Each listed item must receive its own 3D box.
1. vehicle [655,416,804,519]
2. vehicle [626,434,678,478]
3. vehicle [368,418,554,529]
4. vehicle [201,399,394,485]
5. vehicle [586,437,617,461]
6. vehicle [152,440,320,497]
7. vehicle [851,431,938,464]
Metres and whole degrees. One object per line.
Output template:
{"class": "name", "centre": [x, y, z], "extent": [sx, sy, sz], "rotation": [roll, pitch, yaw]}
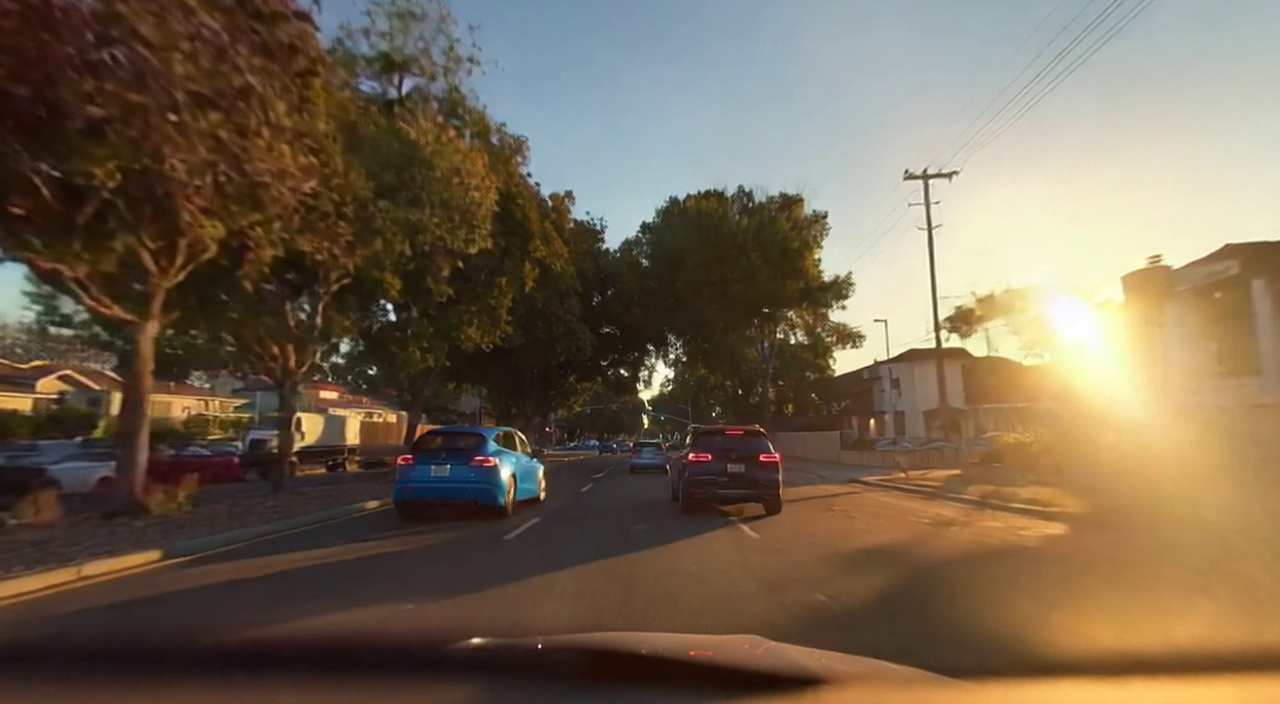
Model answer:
{"class": "vehicle", "centre": [1.600, 2.323, 13.095], "extent": [2.280, 1.747, 4.361], "rotation": [0, -9, -2]}
{"class": "vehicle", "centre": [0.432, 4.117, 25.100], "extent": [1.922, 1.579, 3.642], "rotation": [0, -9, 0]}
{"class": "vehicle", "centre": [-3.083, 2.228, 12.104], "extent": [2.043, 1.687, 4.676], "rotation": [0, -9, 2]}
{"class": "vehicle", "centre": [-15.058, 4.162, 29.074], "extent": [2.901, 3.276, 9.720], "rotation": [-1, -9, 4]}
{"class": "vehicle", "centre": [-2.911, 7.474, 48.616], "extent": [2.014, 1.755, 4.360], "rotation": [0, -9, 1]}
{"class": "vehicle", "centre": [-11.913, 3.437, 19.045], "extent": [1.923, 1.490, 4.501], "rotation": [0, -9, 2]}
{"class": "vehicle", "centre": [15.941, 5.967, 39.756], "extent": [2.032, 1.877, 4.876], "rotation": [2, -7, -25]}
